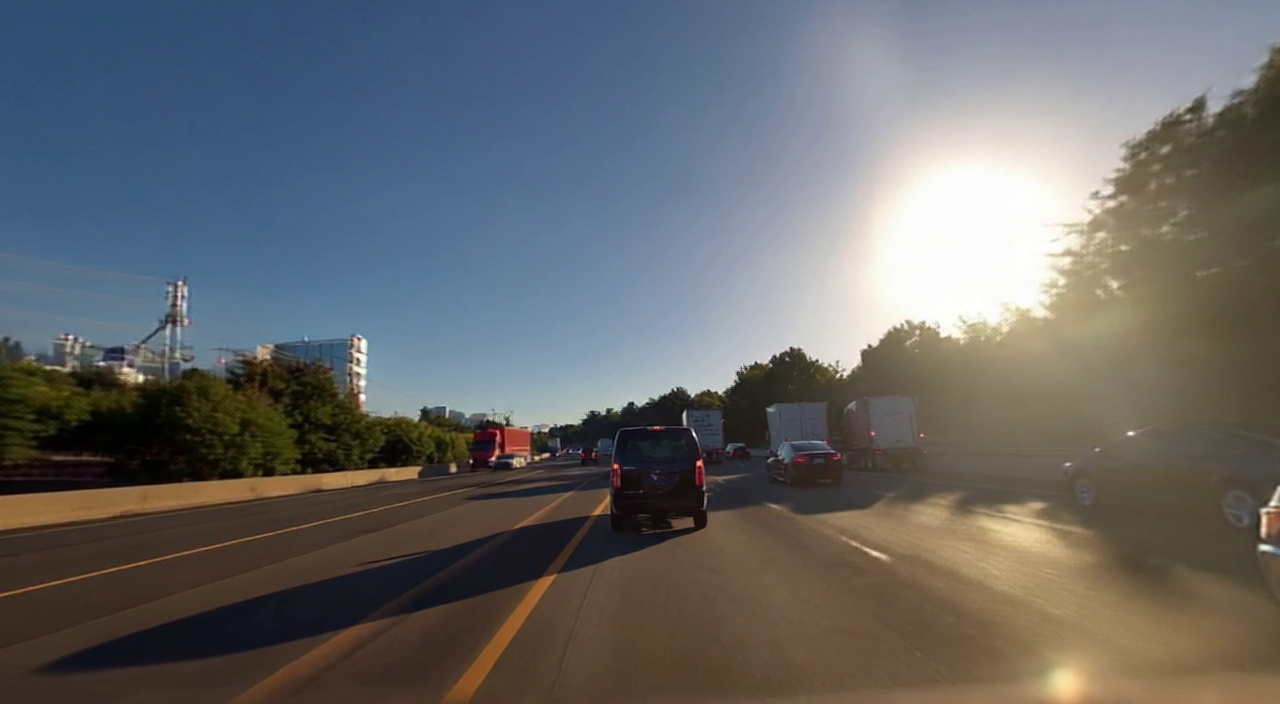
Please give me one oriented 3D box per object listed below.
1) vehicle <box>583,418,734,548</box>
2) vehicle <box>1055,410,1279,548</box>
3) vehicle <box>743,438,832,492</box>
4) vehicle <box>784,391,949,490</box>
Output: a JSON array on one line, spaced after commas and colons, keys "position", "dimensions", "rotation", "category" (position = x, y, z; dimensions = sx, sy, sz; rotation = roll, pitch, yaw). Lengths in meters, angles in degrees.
[{"position": [0.235, 1.971, 9.954], "dimensions": [1.965, 1.664, 3.428], "rotation": [0, -9, 0], "category": "vehicle"}, {"position": [8.751, 1.824, 9.497], "dimensions": [1.913, 1.652, 4.384], "rotation": [-1, -9, 1], "category": "vehicle"}, {"position": [4.504, 3.495, 19.718], "dimensions": [1.859, 1.512, 3.711], "rotation": [0, -9, 0], "category": "vehicle"}, {"position": [8.551, 3.662, 25.671], "dimensions": [2.799, 3.188, 10.578], "rotation": [0, -9, 0], "category": "vehicle"}]
